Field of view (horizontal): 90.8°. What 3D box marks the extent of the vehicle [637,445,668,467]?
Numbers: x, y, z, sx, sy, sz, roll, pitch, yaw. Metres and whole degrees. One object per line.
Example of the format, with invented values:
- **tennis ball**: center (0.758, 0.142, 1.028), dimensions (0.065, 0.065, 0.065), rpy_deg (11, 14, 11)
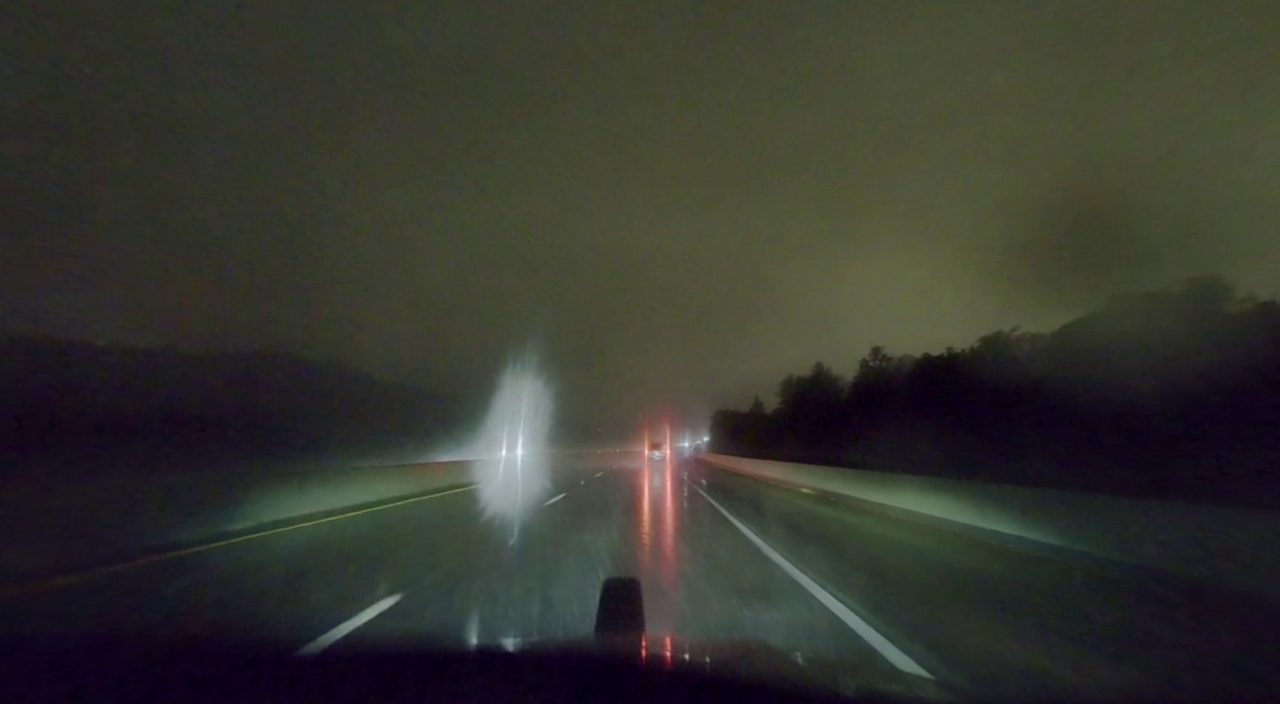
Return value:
- **vehicle**: center (0.980, 7.820, 47.545), dimensions (2.221, 1.603, 4.149), rpy_deg (0, -9, 1)
